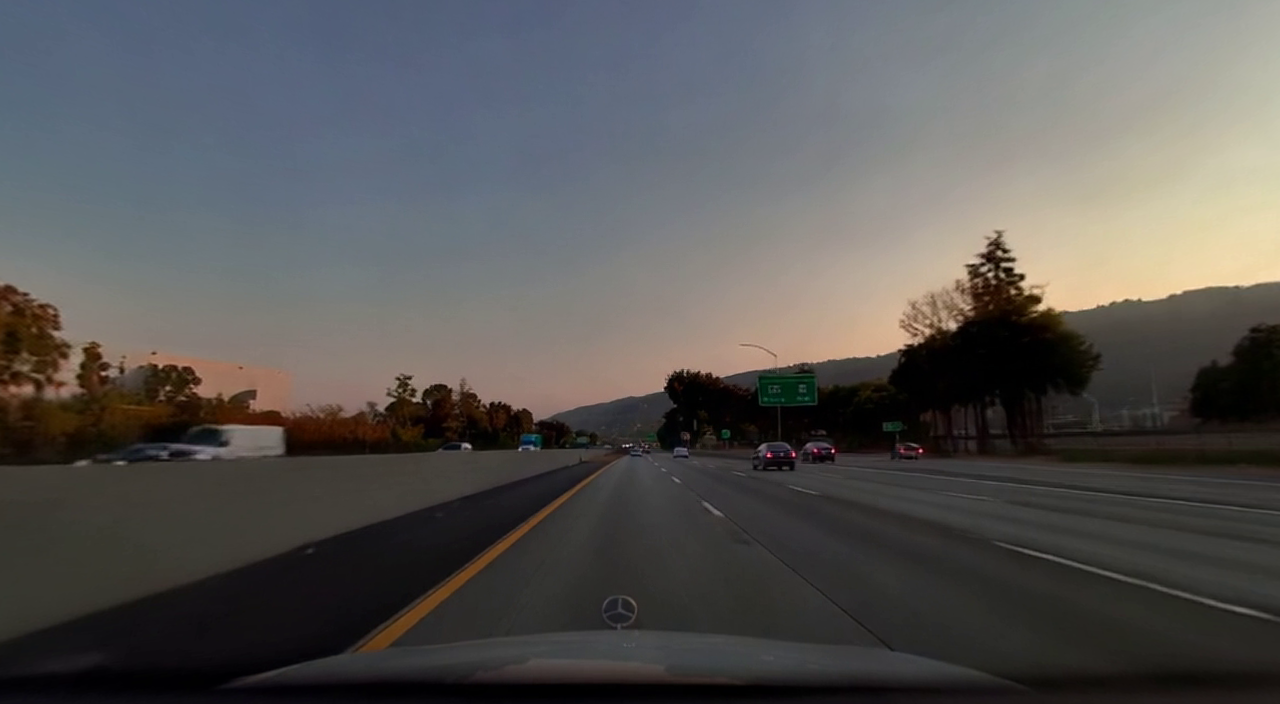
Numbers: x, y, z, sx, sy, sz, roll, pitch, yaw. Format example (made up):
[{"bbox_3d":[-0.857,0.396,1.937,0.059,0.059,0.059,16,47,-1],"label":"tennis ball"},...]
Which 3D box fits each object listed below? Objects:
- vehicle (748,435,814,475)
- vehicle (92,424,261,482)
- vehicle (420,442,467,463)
[{"bbox_3d":[6.472,4.813,29.586,2.030,1.706,4.279,0,-9,-1],"label":"vehicle"},{"bbox_3d":[-18.661,4.123,25.977,2.426,2.074,5.953,0,-9,0],"label":"vehicle"},{"bbox_3d":[-15.063,7.726,48.728,2.000,1.529,5.012,0,-9,0],"label":"vehicle"}]
